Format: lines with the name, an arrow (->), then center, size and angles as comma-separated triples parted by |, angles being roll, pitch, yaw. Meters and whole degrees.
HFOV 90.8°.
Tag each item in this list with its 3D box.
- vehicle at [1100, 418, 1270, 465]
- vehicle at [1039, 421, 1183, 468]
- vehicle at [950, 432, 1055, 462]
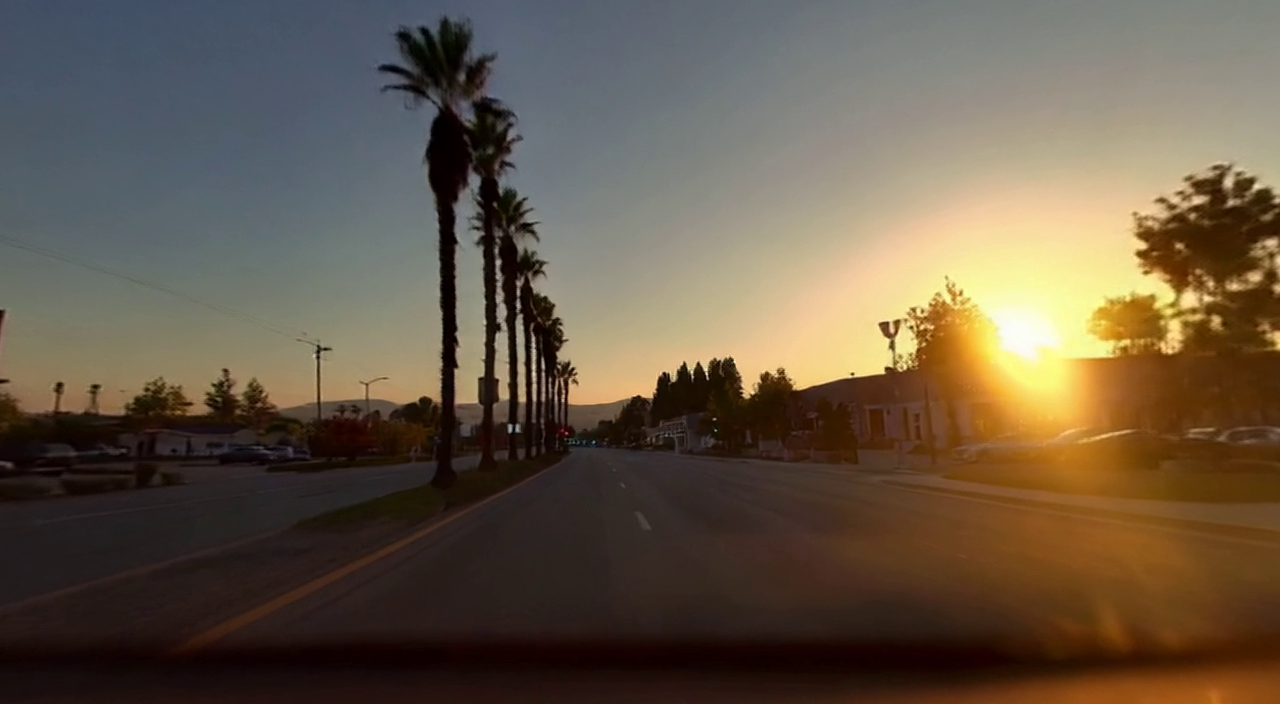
vehicle -> 19.337, 3.245, 22.741 | 1.986, 1.454, 4.332 | -1, -9, -5
vehicle -> 16.539, 3.281, 22.457 | 1.852, 1.487, 3.896 | 0, -8, -5
vehicle -> 18.862, 4.943, 32.979 | 4.382, 1.463, 1.869 | 0, -8, -6
